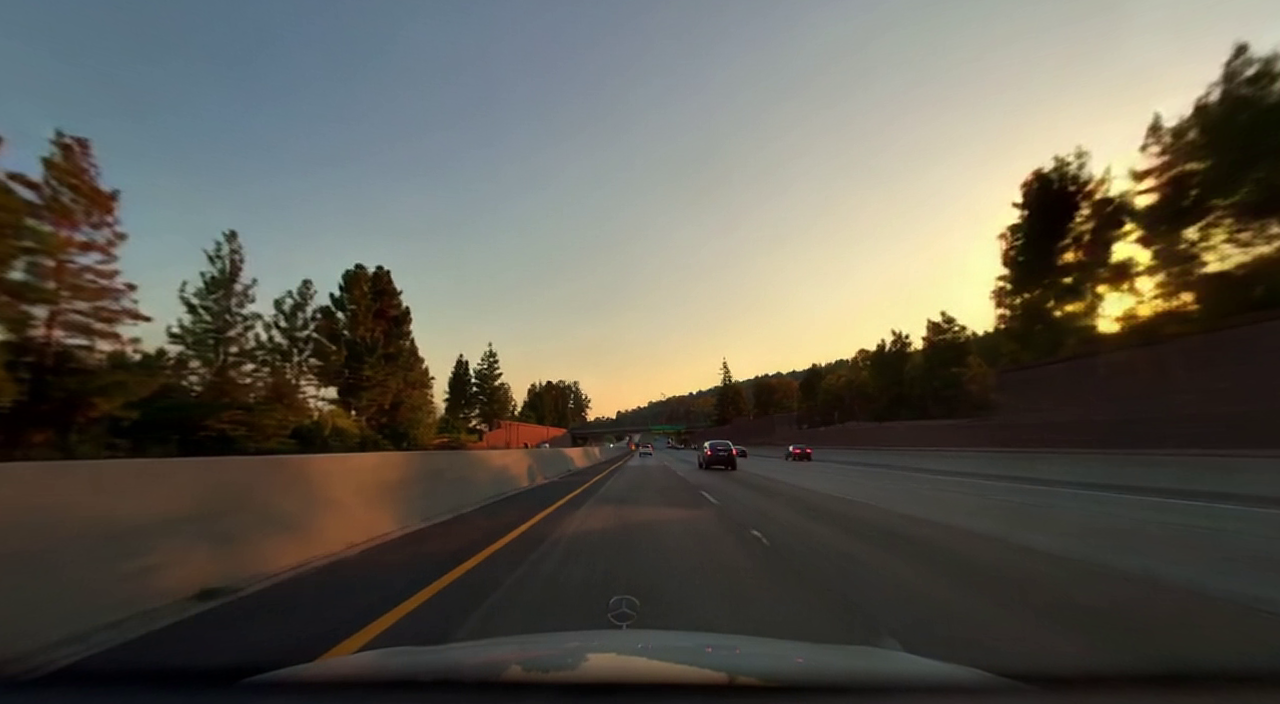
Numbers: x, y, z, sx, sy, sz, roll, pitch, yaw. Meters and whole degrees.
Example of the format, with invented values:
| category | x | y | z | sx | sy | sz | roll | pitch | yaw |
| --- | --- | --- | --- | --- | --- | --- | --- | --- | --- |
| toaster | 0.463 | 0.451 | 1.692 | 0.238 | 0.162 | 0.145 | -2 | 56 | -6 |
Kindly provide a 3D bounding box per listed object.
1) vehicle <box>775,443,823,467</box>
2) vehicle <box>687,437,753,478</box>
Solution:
| category | x | y | z | sx | sy | sz | roll | pitch | yaw |
| --- | --- | --- | --- | --- | --- | --- | --- | --- | --- |
| vehicle | 10.401 | 6.760 | 41.622 | 1.970 | 1.479 | 4.480 | 0 | -9 | -1 |
| vehicle | 3.453 | 4.660 | 28.029 | 2.326 | 1.644 | 4.206 | 0 | -9 | -1 |
